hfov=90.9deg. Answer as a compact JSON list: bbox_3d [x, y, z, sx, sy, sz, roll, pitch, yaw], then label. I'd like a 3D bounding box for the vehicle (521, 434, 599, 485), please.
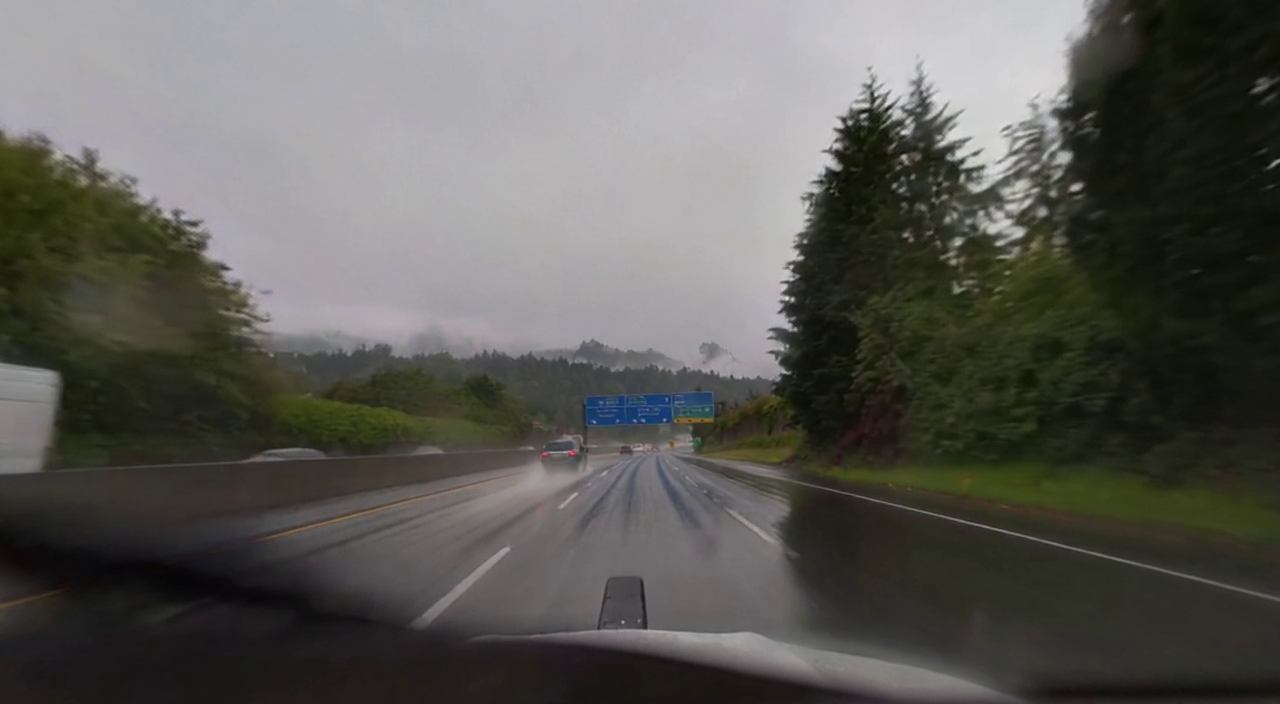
[{"bbox_3d":[-2.754,3.836,22.712,2.183,1.662,3.968,0,-9,1],"label":"vehicle"}]

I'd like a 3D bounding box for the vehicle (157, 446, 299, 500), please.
[{"bbox_3d":[-12.507,3.667,19.469,1.790,1.479,3.789,0,-9,0],"label":"vehicle"}]
